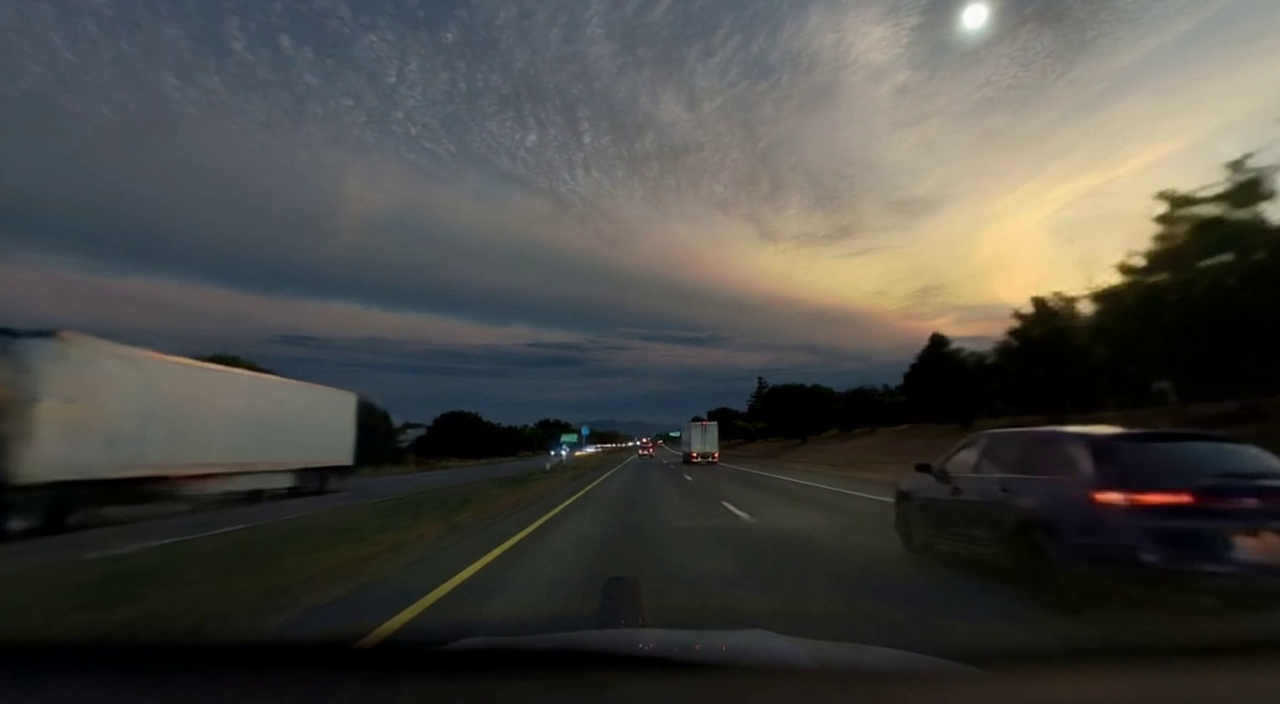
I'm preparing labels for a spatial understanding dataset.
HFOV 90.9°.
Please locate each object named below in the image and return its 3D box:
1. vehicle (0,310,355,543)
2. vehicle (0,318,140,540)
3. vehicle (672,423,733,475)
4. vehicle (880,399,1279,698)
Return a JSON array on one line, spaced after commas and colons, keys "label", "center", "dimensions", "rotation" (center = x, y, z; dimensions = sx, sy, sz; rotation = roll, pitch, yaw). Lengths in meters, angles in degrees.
[{"label": "vehicle", "center": [-13.146, 2.382, 18.057], "dimensions": [3.320, 4.162, 14.099], "rotation": [0, -9, 0]}, {"label": "vehicle", "center": [-13.124, 1.409, 11.492], "dimensions": [2.915, 4.016, 5.822], "rotation": [0, -9, 1]}, {"label": "vehicle", "center": [3.196, 5.122, 33.464], "dimensions": [2.423, 2.517, 5.055], "rotation": [0, -9, -3]}, {"label": "vehicle", "center": [3.836, 1.316, 5.302], "dimensions": [2.043, 1.542, 3.881], "rotation": [0, -9, -1]}]
